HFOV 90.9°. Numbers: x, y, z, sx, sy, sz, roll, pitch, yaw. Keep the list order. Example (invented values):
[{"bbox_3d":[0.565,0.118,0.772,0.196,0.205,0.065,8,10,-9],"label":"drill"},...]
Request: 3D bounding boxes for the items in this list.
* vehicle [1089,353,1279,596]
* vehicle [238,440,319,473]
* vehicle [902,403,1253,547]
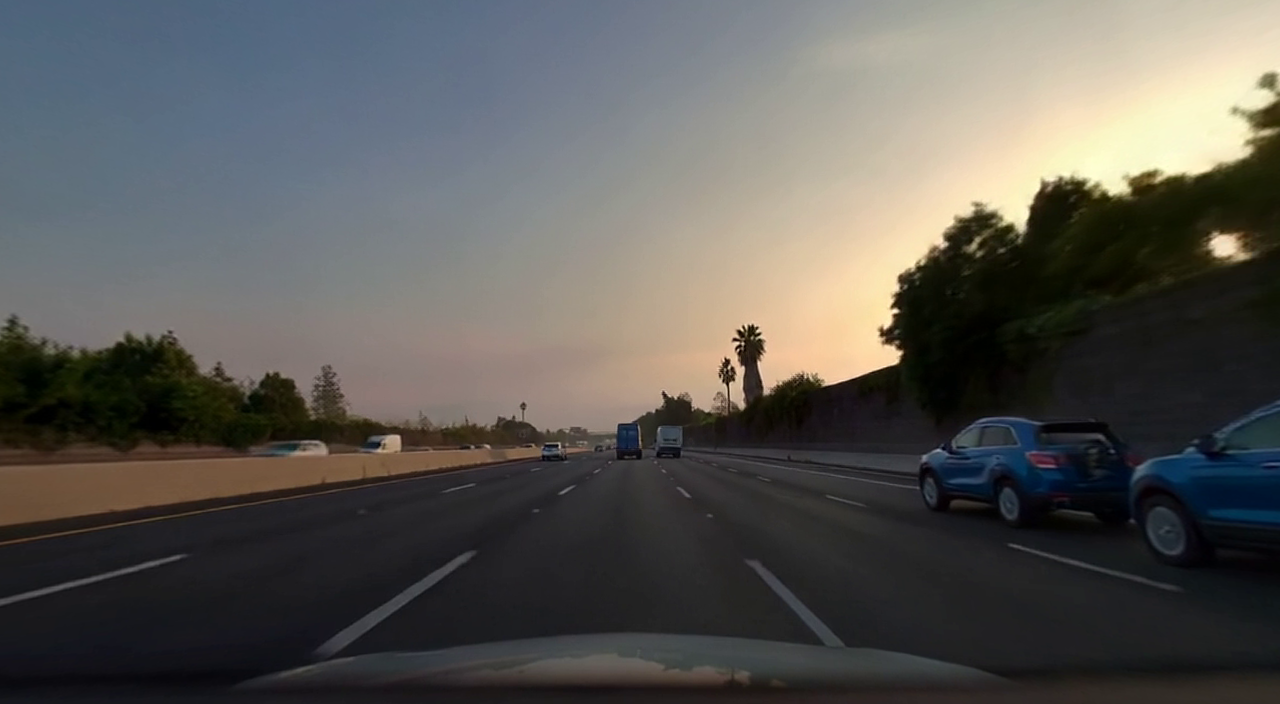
[{"bbox_3d":[7.071,1.092,5.579,2.408,2.210,4.999,0,-8,0],"label":"vehicle"},{"bbox_3d":[-17.832,5.149,31.330,1.764,1.488,3.670,0,-8,1],"label":"vehicle"},{"bbox_3d":[6.963,2.021,11.139,2.361,1.911,5.286,0,-8,0],"label":"vehicle"}]
